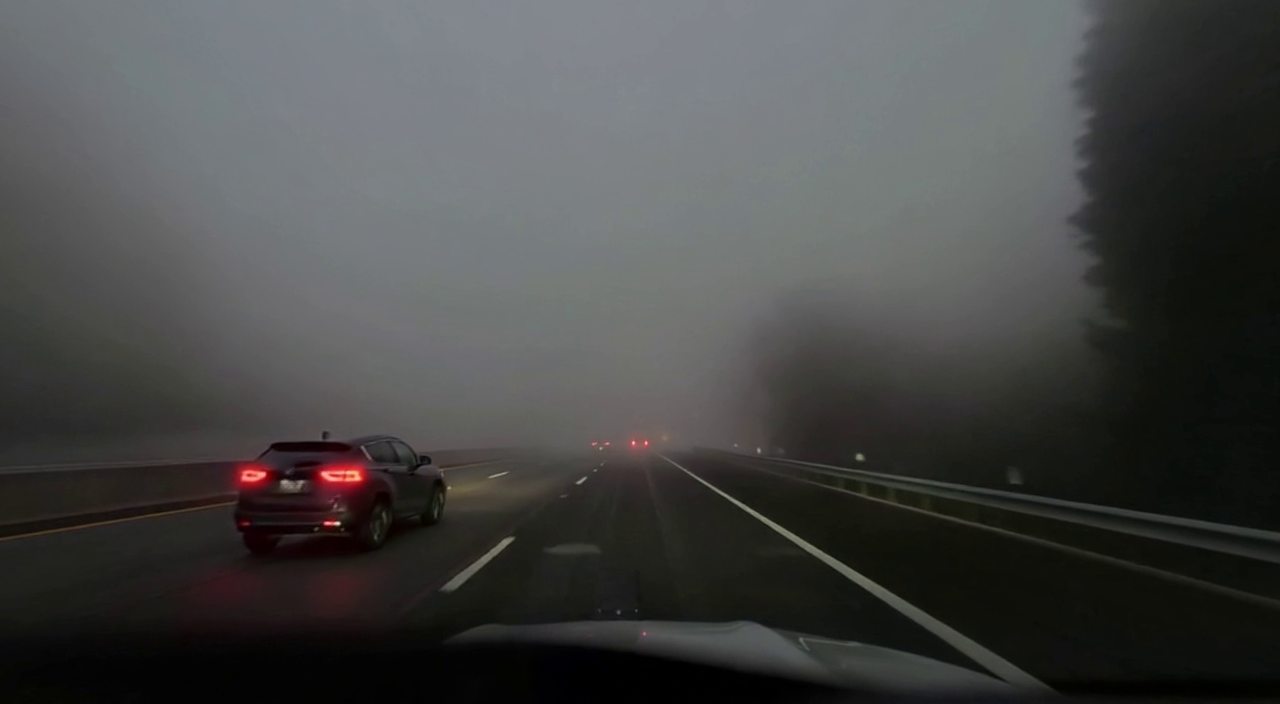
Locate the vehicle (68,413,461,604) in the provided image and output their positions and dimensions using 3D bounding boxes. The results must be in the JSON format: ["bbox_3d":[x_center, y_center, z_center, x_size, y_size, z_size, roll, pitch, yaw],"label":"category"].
[{"bbox_3d":[-3.781,1.609,7.512,2.039,1.589,4.324,0,-8,0],"label":"vehicle"}]
